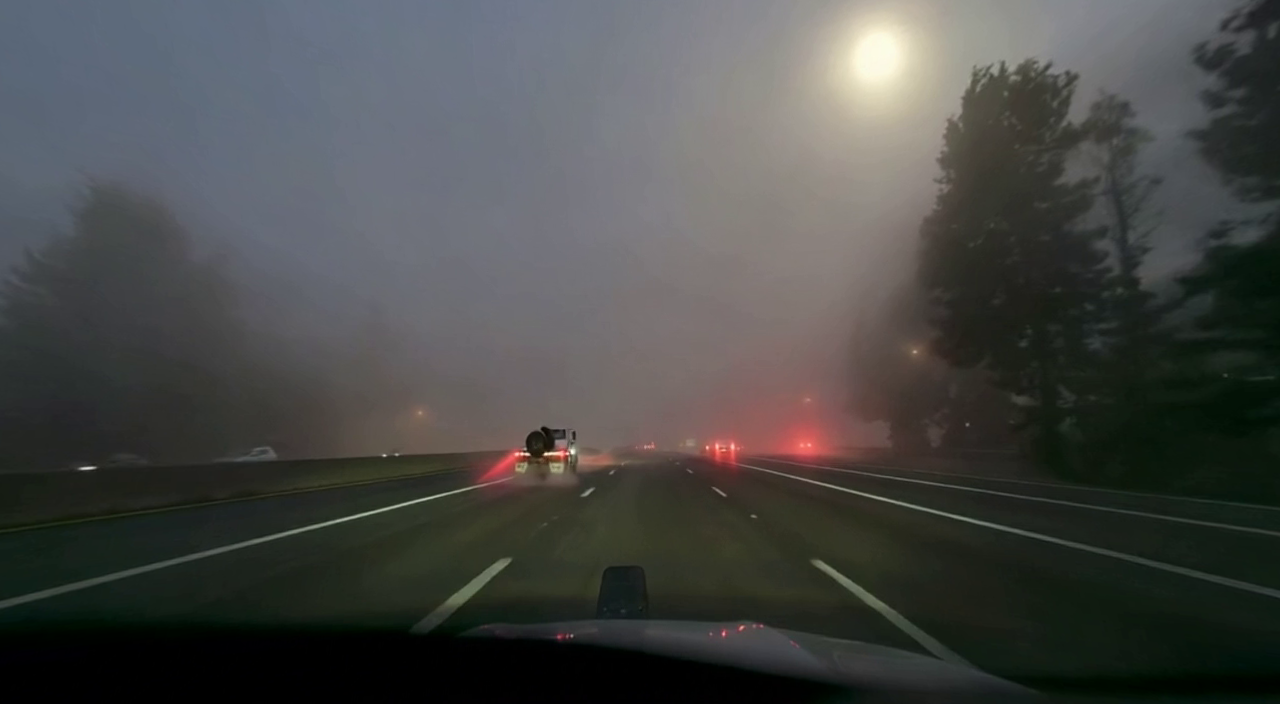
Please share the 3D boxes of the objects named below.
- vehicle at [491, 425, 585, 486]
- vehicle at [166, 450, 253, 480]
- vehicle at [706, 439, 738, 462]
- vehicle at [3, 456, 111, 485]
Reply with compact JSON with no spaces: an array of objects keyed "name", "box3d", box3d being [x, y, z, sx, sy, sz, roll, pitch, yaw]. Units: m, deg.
[{"name":"vehicle","box3d":[-3.567,3.771,23.275,2.453,1.952,5.320,0,-8,2]},{"name":"vehicle","box3d":[-24.962,6.552,36.775,1.864,1.600,4.467,0,-8,1]},{"name":"vehicle","box3d":[6.427,7.747,49.642,2.063,1.706,4.259,0,-8,1]},{"name":"vehicle","box3d":[-34.556,7.011,37.560,1.896,1.474,4.657,0,-8,2]}]
